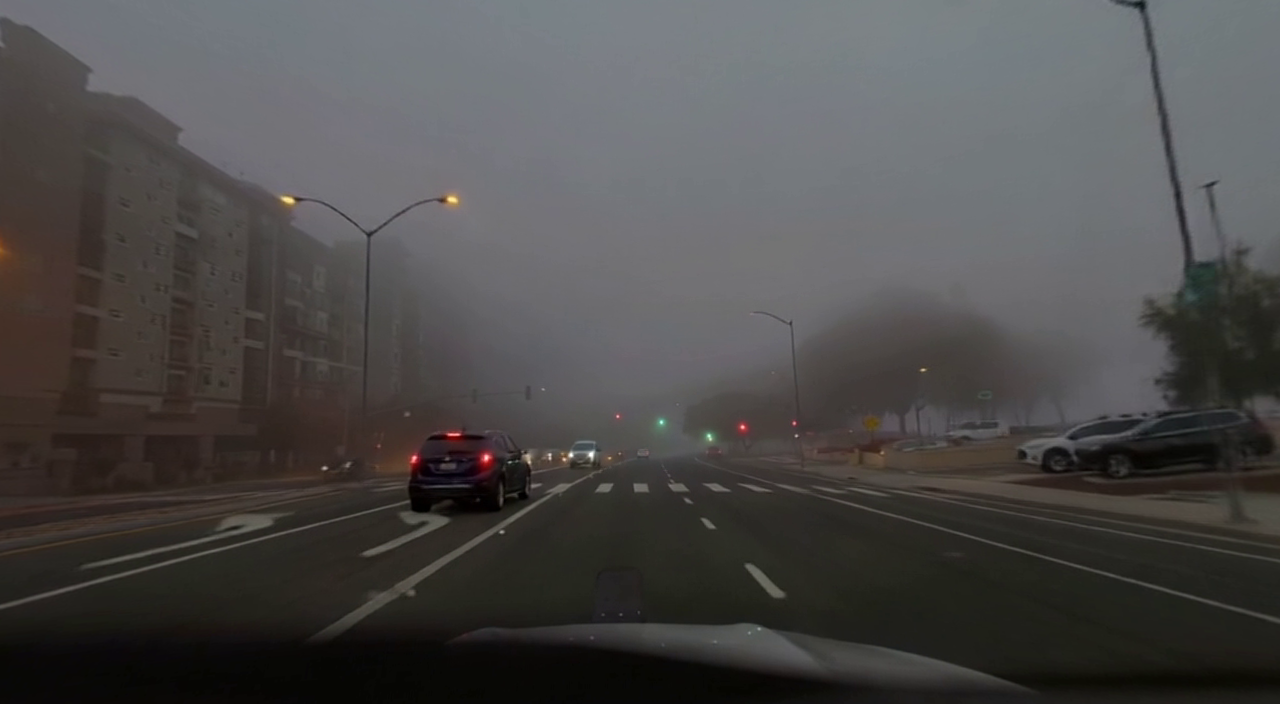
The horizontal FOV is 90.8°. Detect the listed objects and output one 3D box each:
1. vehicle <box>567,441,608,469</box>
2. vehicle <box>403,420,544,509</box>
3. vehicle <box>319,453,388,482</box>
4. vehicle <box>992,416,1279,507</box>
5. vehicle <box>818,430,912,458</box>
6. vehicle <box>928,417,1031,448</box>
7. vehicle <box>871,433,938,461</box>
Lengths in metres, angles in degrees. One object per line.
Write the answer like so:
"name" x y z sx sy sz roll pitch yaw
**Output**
"vehicle" -3.424 6.800 41.897 2.180 1.699 4.485 -1 -9 2
"vehicle" -3.963 2.795 16.107 2.220 1.888 4.904 0 -9 0
"vehicle" -15.977 6.436 35.514 1.835 1.448 4.208 -1 -9 1
"vehicle" 10.453 2.348 13.724 4.399 1.722 2.202 -3 -9 16
"vehicle" 15.667 6.432 44.232 5.618 1.857 2.296 0 -9 -2
"vehicle" 23.198 5.556 43.373 5.656 1.985 2.187 -1 -9 3
"vehicle" 14.811 5.366 35.653 1.865 1.425 4.439 0 -9 0
